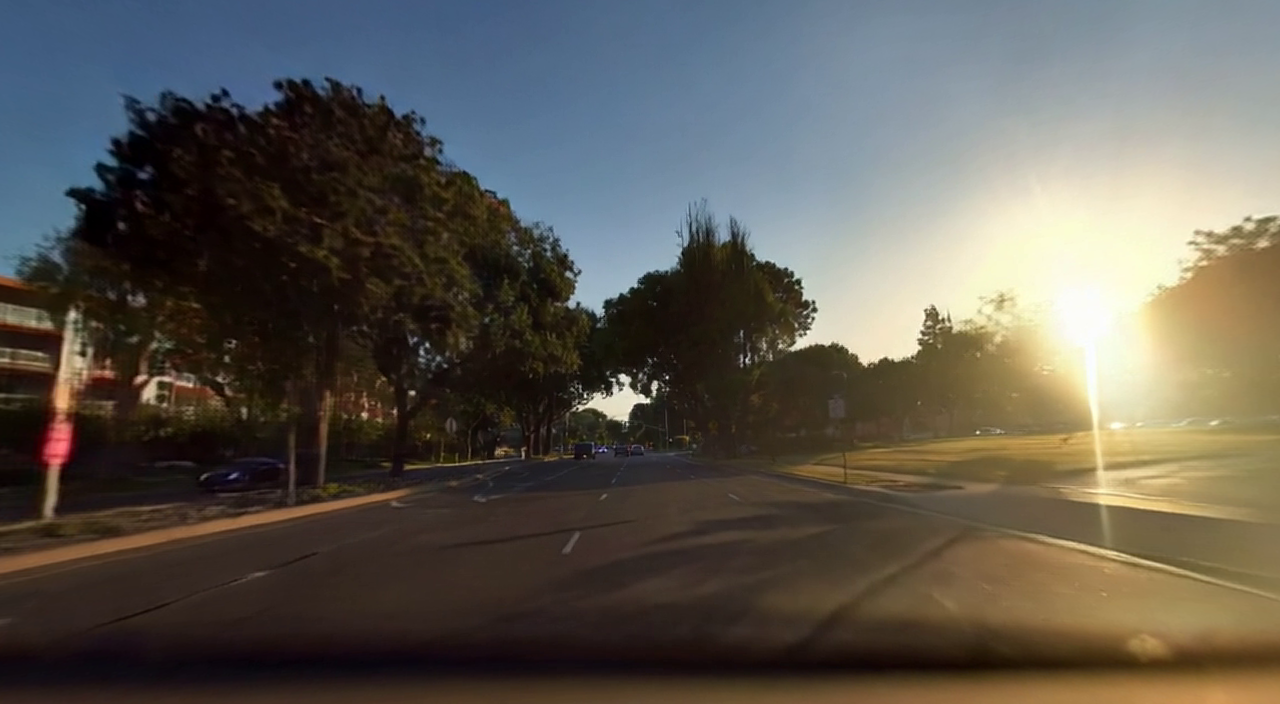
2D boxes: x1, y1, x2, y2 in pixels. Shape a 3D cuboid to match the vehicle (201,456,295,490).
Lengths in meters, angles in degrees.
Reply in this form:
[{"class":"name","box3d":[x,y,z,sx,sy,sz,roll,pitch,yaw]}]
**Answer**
[{"class":"vehicle","box3d":[-19.729,6.069,31.972,1.863,1.486,4.500,0,-9,0]}]
